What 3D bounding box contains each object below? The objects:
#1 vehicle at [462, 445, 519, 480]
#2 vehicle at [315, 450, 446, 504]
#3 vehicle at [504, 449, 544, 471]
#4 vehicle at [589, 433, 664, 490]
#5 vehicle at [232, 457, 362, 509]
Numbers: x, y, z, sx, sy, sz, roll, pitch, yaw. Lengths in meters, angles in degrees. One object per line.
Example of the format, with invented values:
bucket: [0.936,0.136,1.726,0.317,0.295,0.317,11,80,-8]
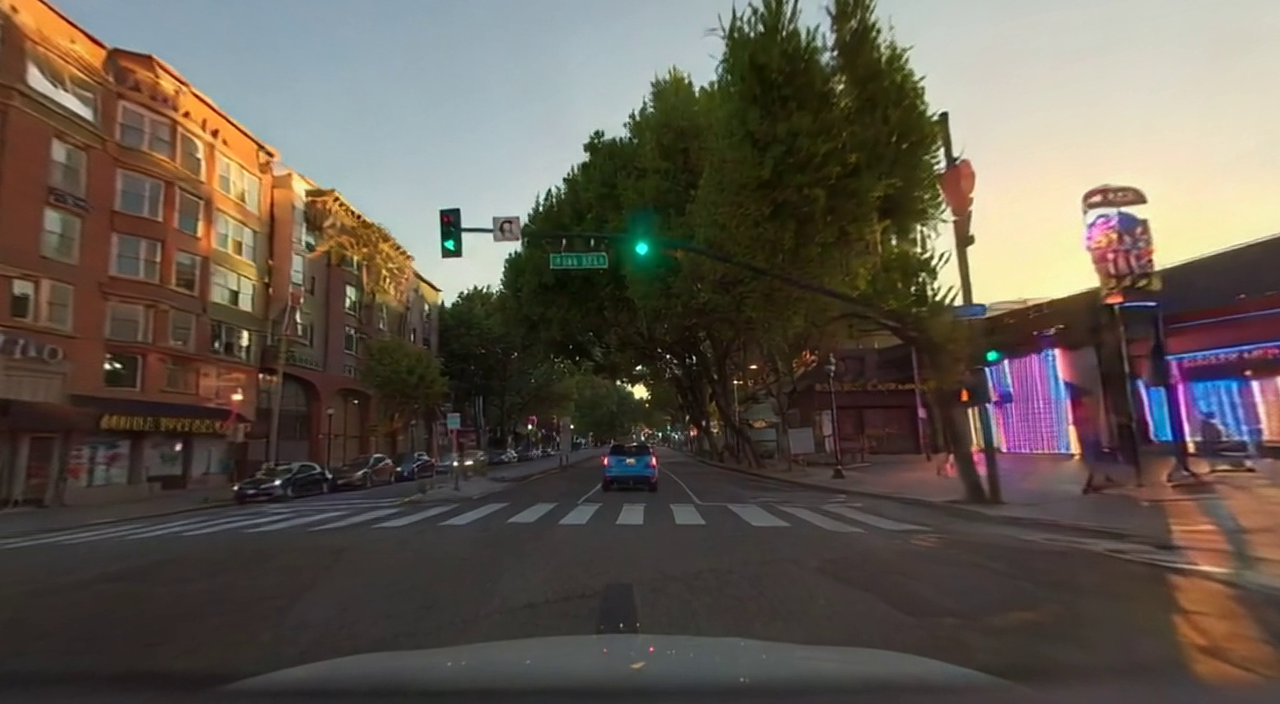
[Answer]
vehicle: [-8.108,6.013,34.649,2.109,1.628,4.108,-4,-9,-1]
vehicle: [-8.093,3.918,20.293,2.152,1.468,4.737,-1,-8,1]
vehicle: [-8.377,7.817,45.925,2.029,1.478,4.367,0,-8,0]
vehicle: [-0.429,3.815,22.368,2.382,1.796,4.610,0,-8,0]
vehicle: [-11.538,4.393,21.657,1.972,1.475,4.381,0,-8,0]
